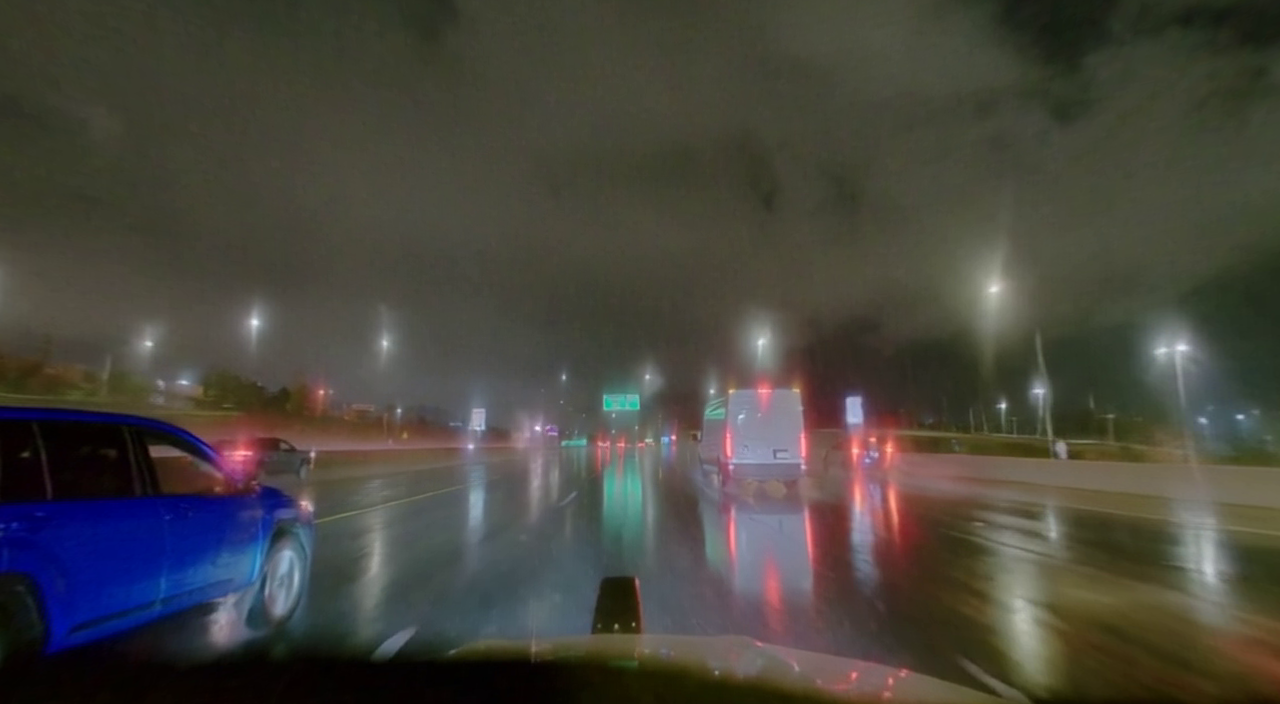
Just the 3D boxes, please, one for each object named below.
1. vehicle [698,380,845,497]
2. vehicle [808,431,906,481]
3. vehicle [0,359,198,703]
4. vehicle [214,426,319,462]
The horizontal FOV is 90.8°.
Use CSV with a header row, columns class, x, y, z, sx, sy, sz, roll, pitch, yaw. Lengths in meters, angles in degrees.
class,x,y,z,sx,sy,sz,roll,pitch,yaw
vehicle,3.356,2.490,18.111,2.629,2.718,6.740,0,-8,-1
vehicle,7.650,3.708,22.762,1.978,1.621,4.320,0,-8,0
vehicle,-3.893,0.734,1.964,2.000,1.646,4.201,0,-8,-1
vehicle,-18.029,4.483,30.809,2.044,1.573,4.964,0,-8,1
